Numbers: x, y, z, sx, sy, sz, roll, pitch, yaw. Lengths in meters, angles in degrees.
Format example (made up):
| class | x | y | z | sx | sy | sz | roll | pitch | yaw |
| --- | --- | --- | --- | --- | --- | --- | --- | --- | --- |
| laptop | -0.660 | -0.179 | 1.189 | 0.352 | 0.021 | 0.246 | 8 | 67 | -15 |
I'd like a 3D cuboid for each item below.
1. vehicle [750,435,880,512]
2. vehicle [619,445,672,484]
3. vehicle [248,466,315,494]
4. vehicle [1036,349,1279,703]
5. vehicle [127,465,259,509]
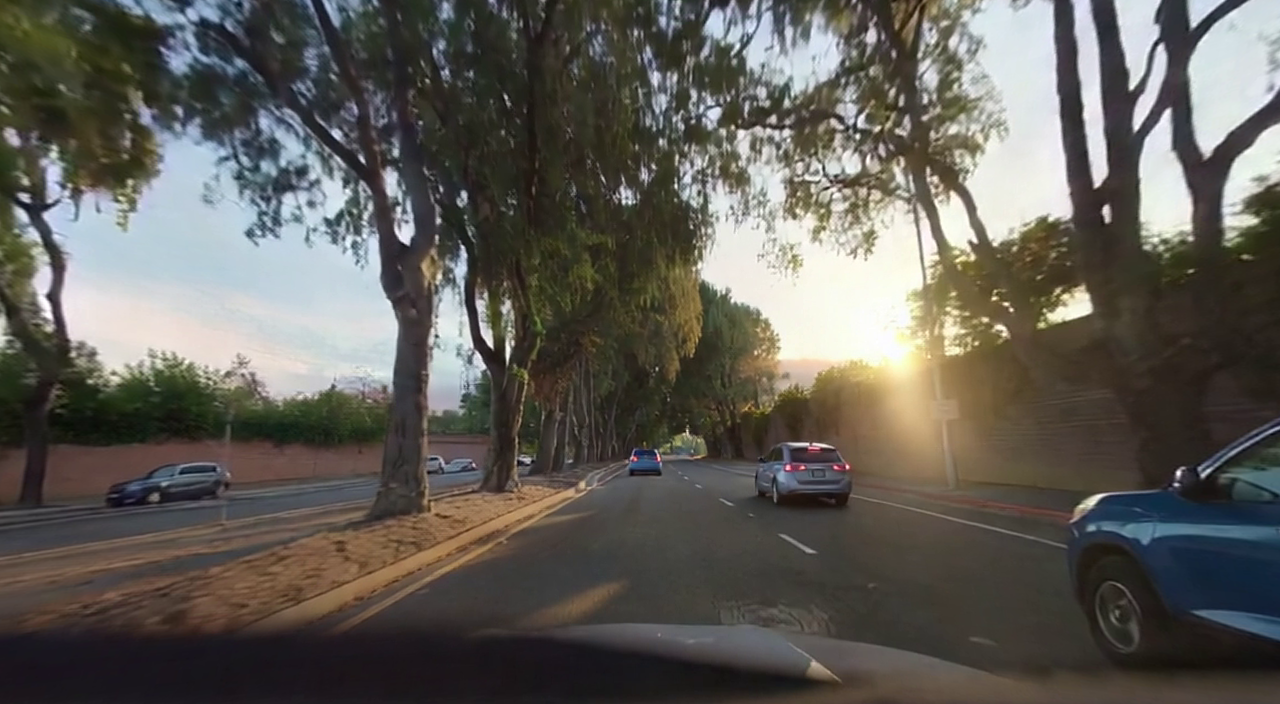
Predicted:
| class | x | y | z | sx | sy | sz | roll | pitch | yaw |
| --- | --- | --- | --- | --- | --- | --- | --- | --- | --- |
| vehicle | 4.492 | 3.177 | 17.054 | 2.155 | 1.752 | 4.456 | 0 | -9 | -1 |
| vehicle | 0.272 | 5.364 | 30.510 | 2.391 | 1.739 | 3.837 | 0 | -8 | 1 |
| vehicle | -21.268 | 7.594 | 37.696 | 1.752 | 1.464 | 3.975 | 0 | -9 | -2 |
| vehicle | 4.073 | 0.736 | 1.918 | 2.470 | 1.751 | 5.015 | 0 | -8 | 0 |
| vehicle | -17.724 | 5.343 | 25.373 | 1.901 | 1.467 | 4.589 | 0 | -8 | 0 |
